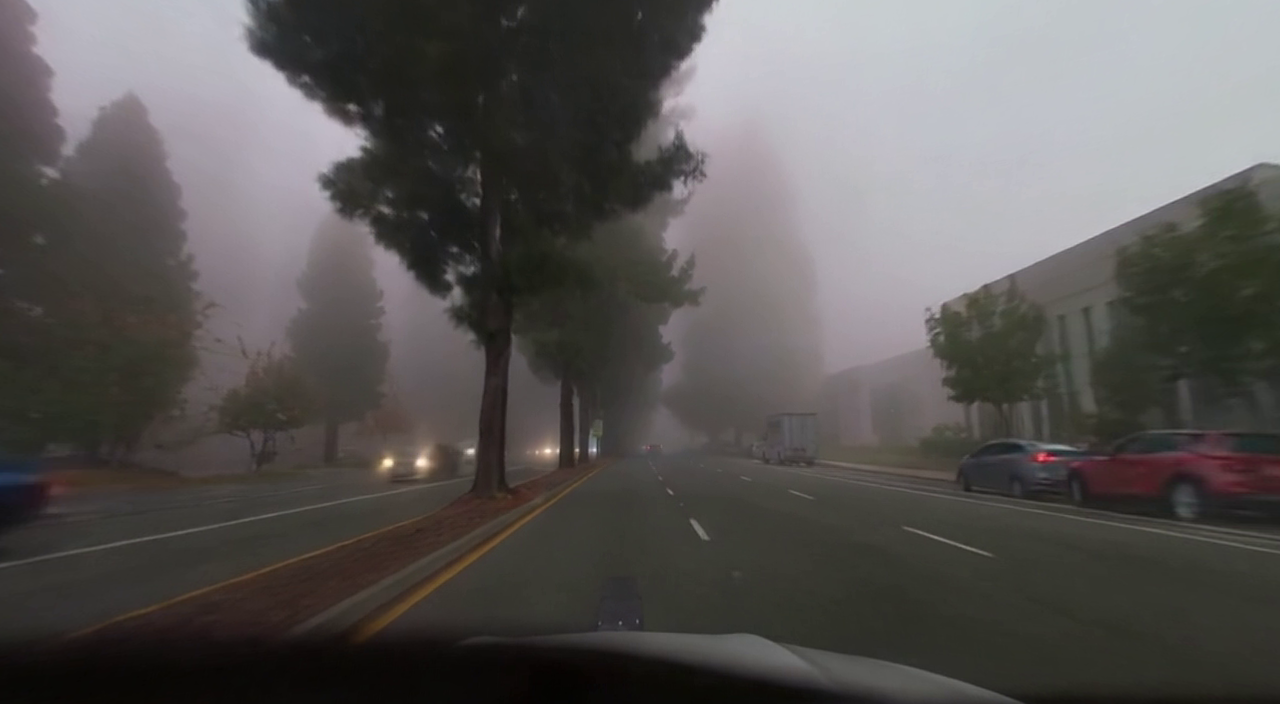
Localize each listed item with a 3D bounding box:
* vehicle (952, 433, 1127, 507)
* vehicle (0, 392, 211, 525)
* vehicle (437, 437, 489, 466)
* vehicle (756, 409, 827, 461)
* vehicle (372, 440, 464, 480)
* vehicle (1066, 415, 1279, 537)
[{"bbox_3d":[10.364,3.051,16.867,1.790,1.689,4.291,0,-8,-1],"label":"vehicle"},{"bbox_3d":[-12.204,2.188,13.327,2.243,2.272,5.683,0,-8,1],"label":"vehicle"},{"bbox_3d":[-12.189,6.871,43.925,2.180,1.904,4.631,0,-8,1],"label":"vehicle"},{"bbox_3d":[9.547,5.418,40.773,2.670,3.016,7.732,0,-8,1],"label":"vehicle"},{"bbox_3d":[-8.983,4.402,26.050,2.001,1.477,4.754,0,-8,1],"label":"vehicle"},{"bbox_3d":[10.287,2.071,11.079,2.043,1.761,5.022,0,-8,-1],"label":"vehicle"}]
